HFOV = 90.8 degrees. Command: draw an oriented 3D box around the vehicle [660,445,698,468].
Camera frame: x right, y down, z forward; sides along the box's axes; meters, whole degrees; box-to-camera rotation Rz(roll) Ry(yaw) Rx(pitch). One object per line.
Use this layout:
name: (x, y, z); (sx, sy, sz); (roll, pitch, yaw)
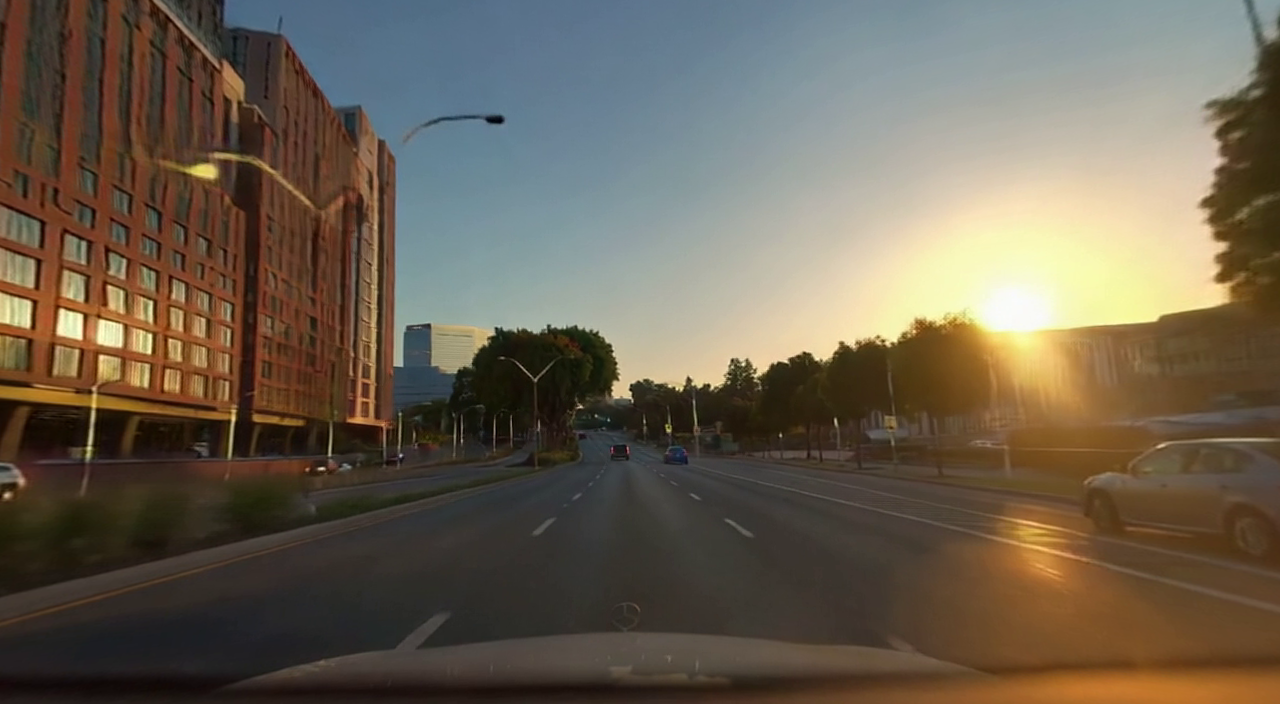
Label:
vehicle: (2.601, 7.108, 43.222); (2.090, 1.506, 4.382); (0, -8, -3)

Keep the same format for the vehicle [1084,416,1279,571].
vehicle: (8.320, 1.754, 8.211); (2.017, 1.743, 4.453); (-1, -8, 3)
